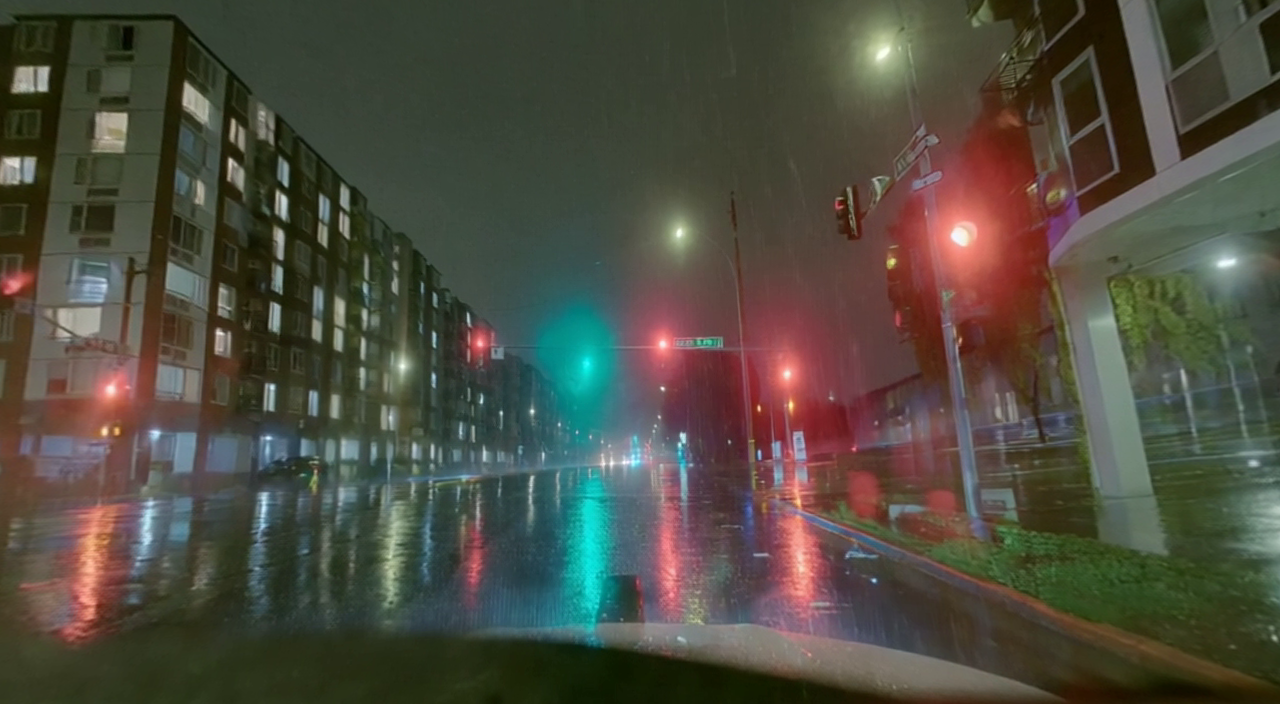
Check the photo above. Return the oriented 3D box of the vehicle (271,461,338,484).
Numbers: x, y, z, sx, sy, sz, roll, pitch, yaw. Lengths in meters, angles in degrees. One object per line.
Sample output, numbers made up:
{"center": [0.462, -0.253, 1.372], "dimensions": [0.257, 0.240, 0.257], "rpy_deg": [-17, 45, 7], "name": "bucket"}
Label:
{"center": [-24.652, 8.820, 46.289], "dimensions": [3.882, 1.600, 1.768], "rpy_deg": [0, -9, 2], "name": "vehicle"}
